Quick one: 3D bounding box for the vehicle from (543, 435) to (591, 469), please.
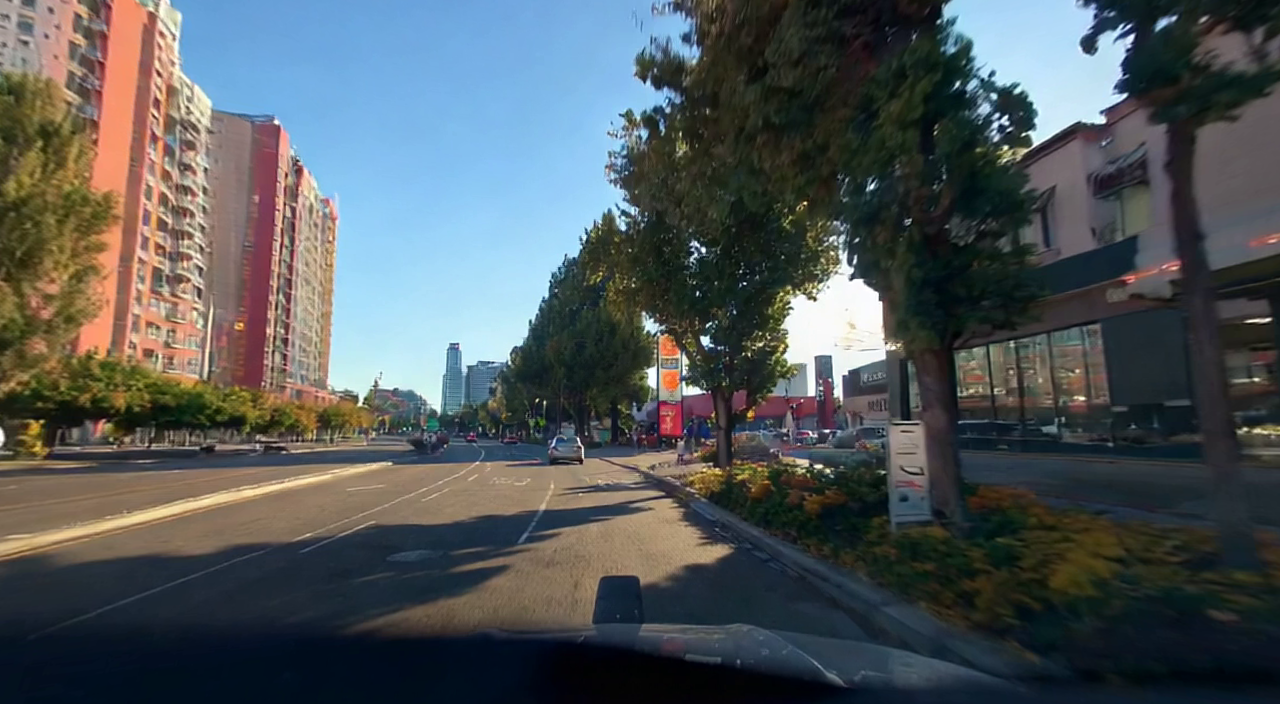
[{"bbox_3d":[-3.723,4.980,31.777,2.231,1.572,4.227,1,-8,-7],"label":"vehicle"}]
